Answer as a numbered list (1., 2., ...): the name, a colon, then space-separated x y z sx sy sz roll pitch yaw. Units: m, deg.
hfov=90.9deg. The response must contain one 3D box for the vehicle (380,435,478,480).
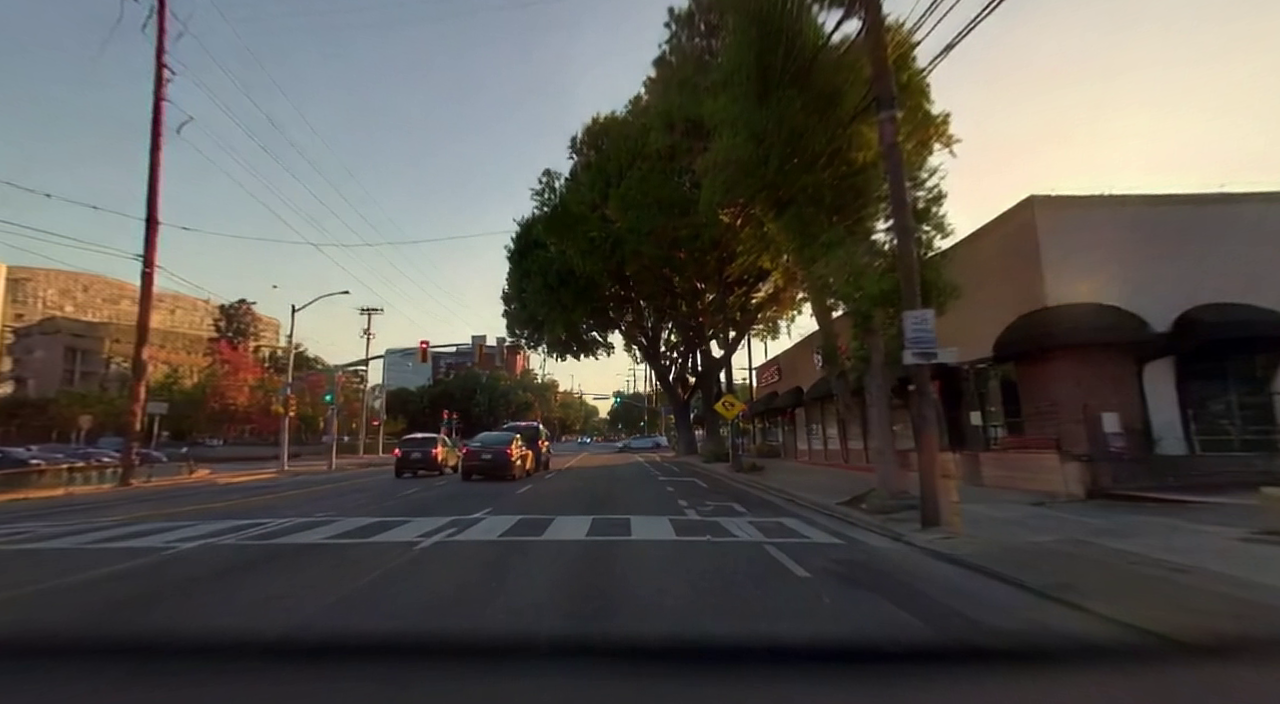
1. vehicle: -7.486 3.765 22.838 2.010 1.455 4.271 0 -8 1

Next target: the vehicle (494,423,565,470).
1. vehicle: -4.847 4.256 28.482 2.371 1.926 5.099 0 -8 -1
